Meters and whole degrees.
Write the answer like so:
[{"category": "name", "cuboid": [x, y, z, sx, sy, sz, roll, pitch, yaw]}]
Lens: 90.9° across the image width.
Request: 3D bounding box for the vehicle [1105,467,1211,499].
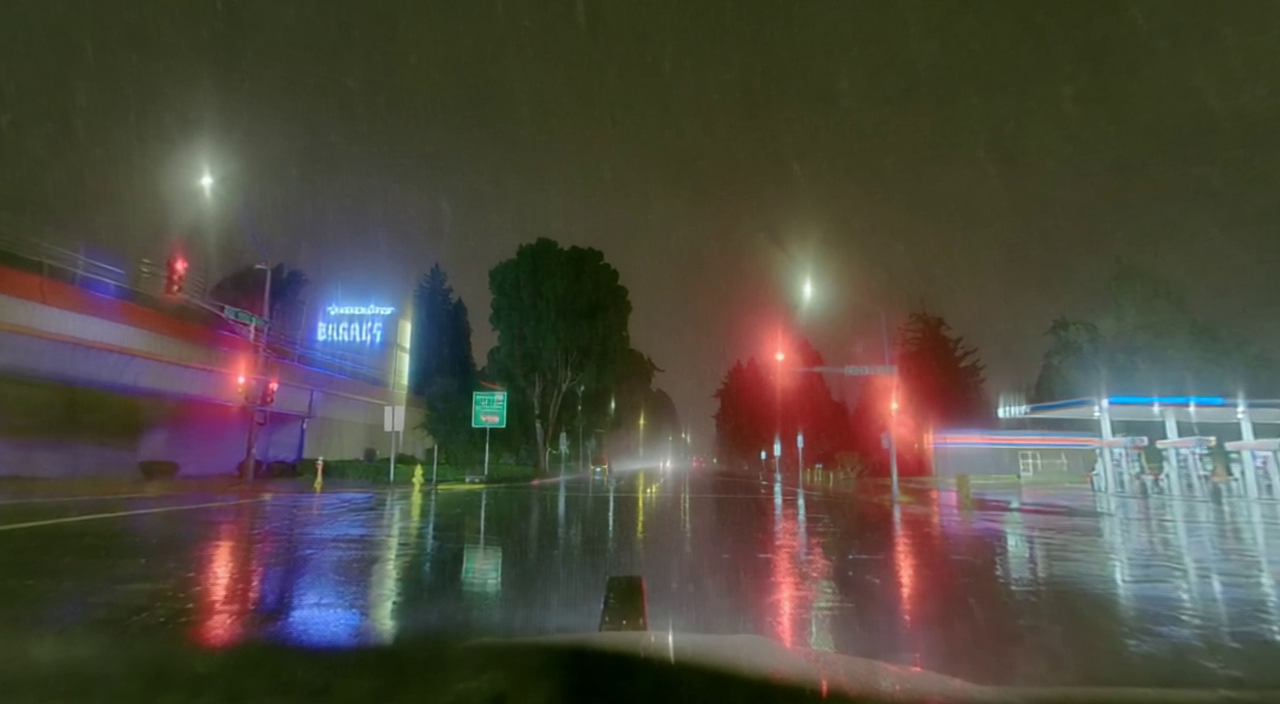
[{"category": "vehicle", "cuboid": [28.019, 7.058, 34.318, 1.897, 1.466, 4.211, 1, -8, -6]}]
